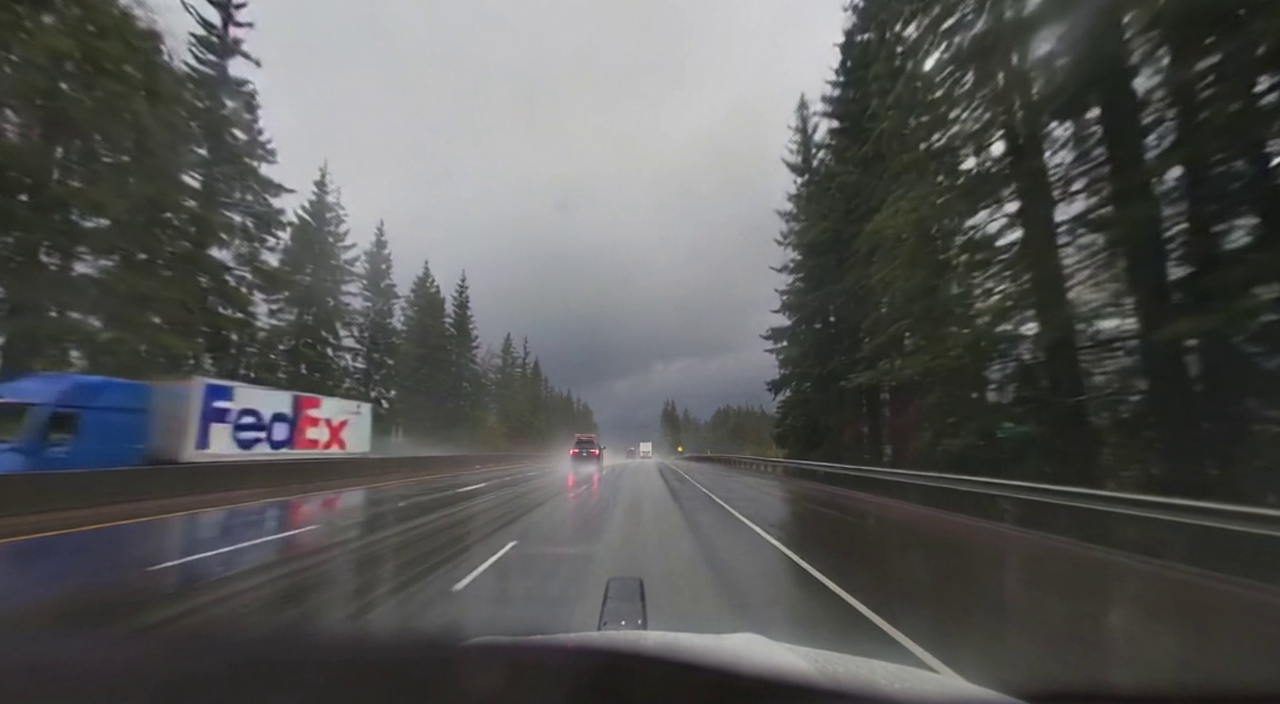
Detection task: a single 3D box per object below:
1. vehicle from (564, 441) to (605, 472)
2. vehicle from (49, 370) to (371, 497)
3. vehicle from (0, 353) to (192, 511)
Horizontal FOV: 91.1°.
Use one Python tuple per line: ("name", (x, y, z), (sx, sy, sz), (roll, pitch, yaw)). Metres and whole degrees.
("vehicle", (-3.373, 6.438, 38.984), (2.084, 1.752, 4.479), (-1, -8, 1))
("vehicle", (-17.273, 3.756, 28.244), (3.184, 4.072, 15.913), (-1, -8, 0))
("vehicle", (-17.344, 2.322, 17.780), (3.022, 3.874, 8.340), (0, -8, 0))
